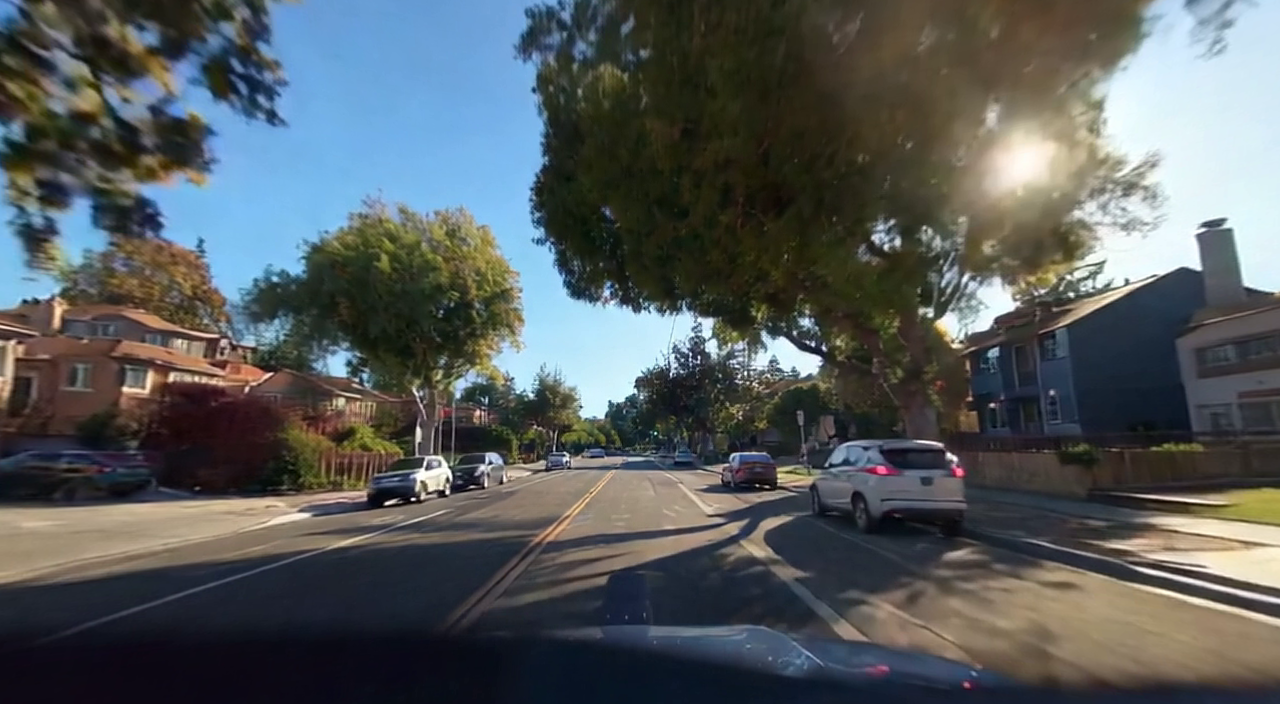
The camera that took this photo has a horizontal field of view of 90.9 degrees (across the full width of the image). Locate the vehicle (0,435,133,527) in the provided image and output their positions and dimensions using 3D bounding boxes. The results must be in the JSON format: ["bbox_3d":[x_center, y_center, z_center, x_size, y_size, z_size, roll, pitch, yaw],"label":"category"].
[{"bbox_3d":[-13.858,2.792,14.016,3.513,1.829,1.976,-1,-8,7],"label":"vehicle"}]

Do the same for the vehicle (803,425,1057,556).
[{"bbox_3d":[4.527,2.220,10.925,2.137,1.747,4.797,0,-8,1],"label":"vehicle"}]

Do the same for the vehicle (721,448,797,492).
[{"bbox_3d":[4.415,4.430,24.150,2.048,1.469,4.673,0,-8,1],"label":"vehicle"}]

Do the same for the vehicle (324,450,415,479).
[{"bbox_3d":[-16.623,6.906,38.942,4.619,1.708,2.087,0,-8,-1],"label":"vehicle"}]

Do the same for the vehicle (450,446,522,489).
[{"bbox_3d":[-7.352,5.519,30.609,2.218,1.807,5.032,-1,-8,0],"label":"vehicle"}]

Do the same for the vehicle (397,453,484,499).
[{"bbox_3d":[-7.691,4.795,24.737,1.971,1.479,4.307,-1,-8,1],"label":"vehicle"}]
